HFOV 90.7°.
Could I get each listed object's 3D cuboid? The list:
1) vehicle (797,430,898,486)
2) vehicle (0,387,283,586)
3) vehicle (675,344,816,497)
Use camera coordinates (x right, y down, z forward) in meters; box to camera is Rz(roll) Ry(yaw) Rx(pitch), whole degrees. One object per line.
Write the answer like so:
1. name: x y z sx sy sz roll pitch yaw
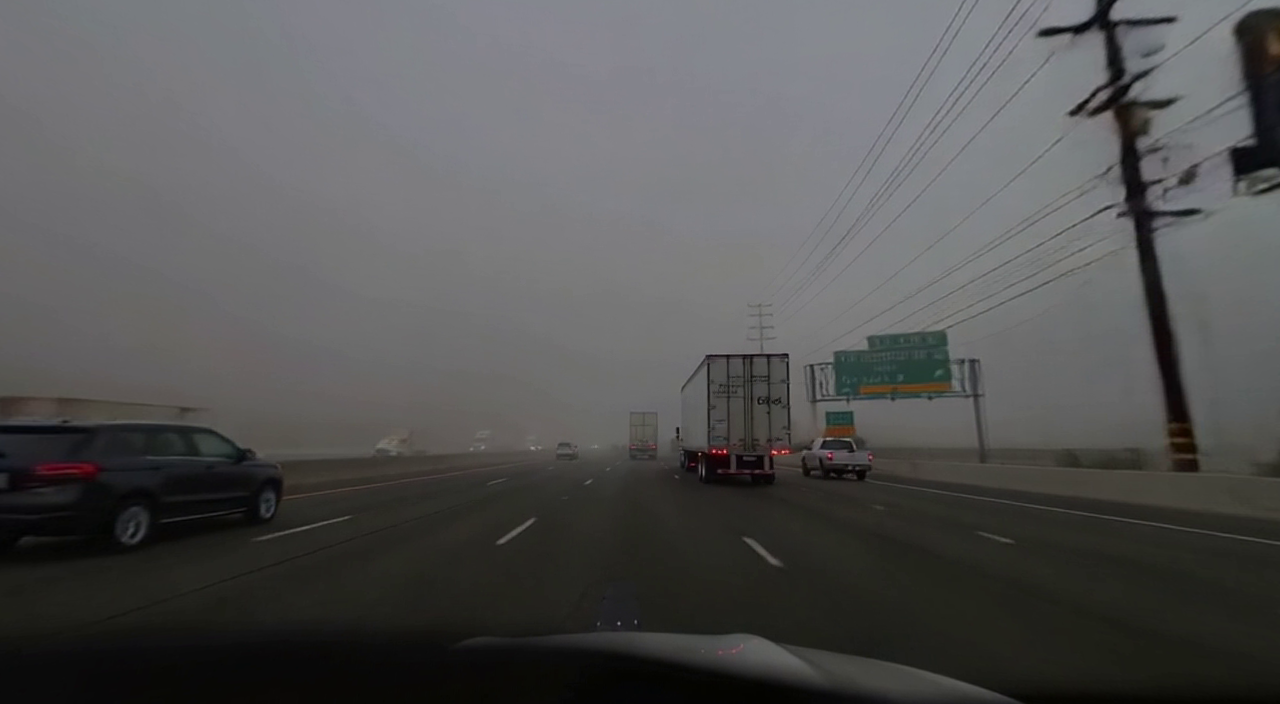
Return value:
1. vehicle: 7.490 3.877 23.441 2.115 1.844 4.522 0 -9 -1
2. vehicle: -7.008 1.606 8.188 2.004 1.846 4.739 0 -9 -1
3. vehicle: 3.305 3.086 25.564 2.892 4.152 16.575 0 -9 0
